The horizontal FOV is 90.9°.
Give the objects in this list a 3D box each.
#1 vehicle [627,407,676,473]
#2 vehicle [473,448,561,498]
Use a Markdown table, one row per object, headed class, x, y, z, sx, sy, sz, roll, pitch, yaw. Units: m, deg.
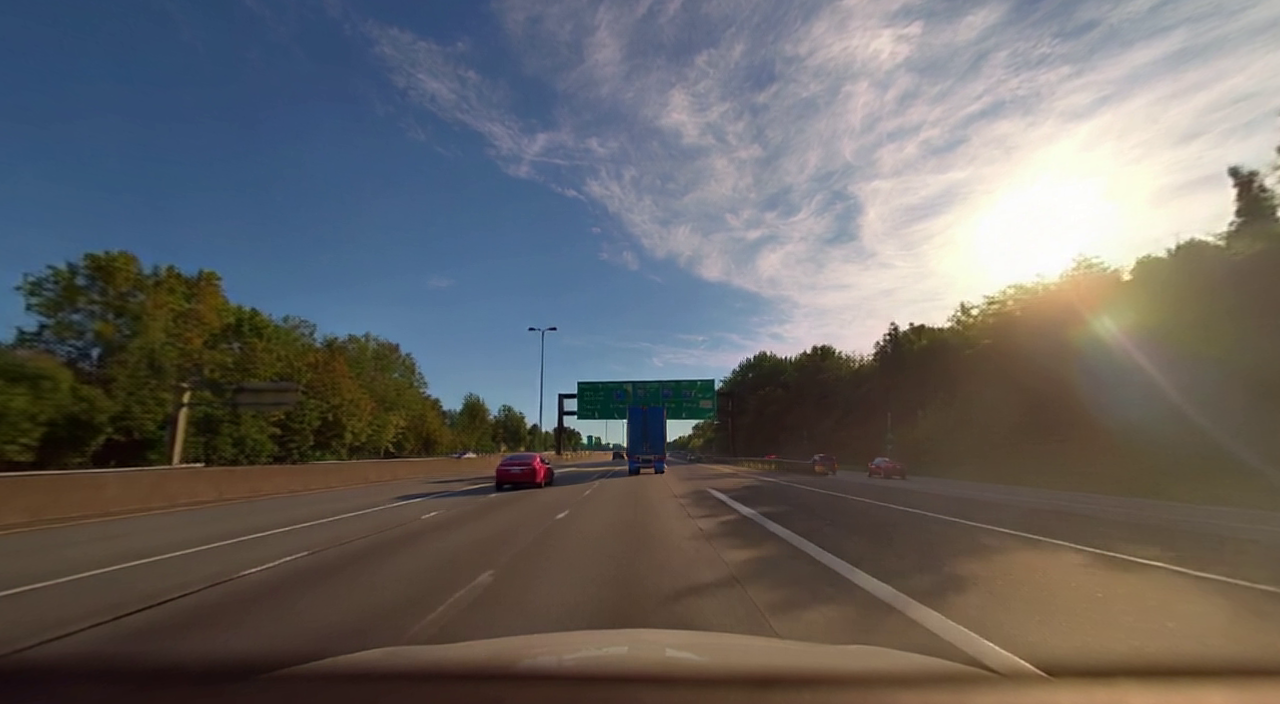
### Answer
| class | x | y | z | sx | sy | sz | roll | pitch | yaw |
| --- | --- | --- | --- | --- | --- | --- | --- | --- | --- |
| vehicle | 0.751 | 6.265 | 44.392 | 3.022 | 4.072 | 10.318 | 0 | -9 | 1 |
| vehicle | -3.883 | 3.882 | 20.695 | 1.931 | 1.466 | 4.458 | 0 | -9 | 1 |
